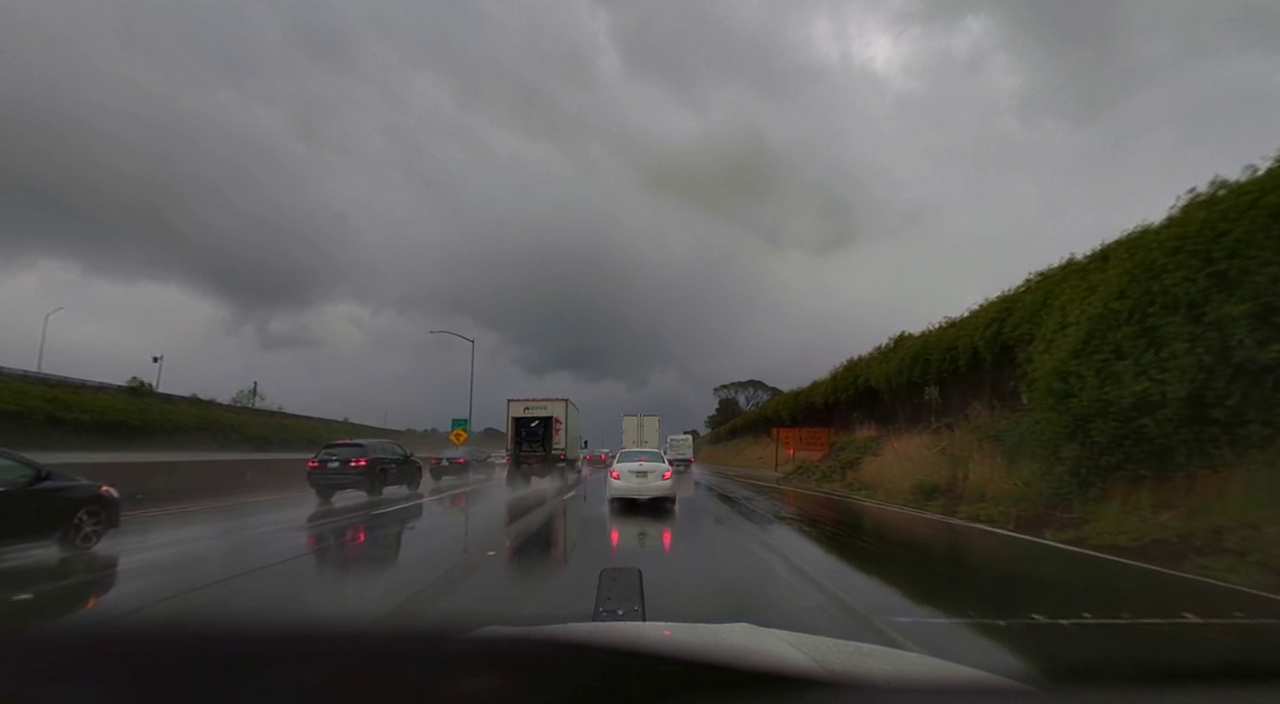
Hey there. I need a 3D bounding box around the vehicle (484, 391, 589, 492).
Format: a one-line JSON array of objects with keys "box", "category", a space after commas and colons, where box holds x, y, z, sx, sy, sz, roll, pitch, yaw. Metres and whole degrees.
[{"box": [-3.747, 3.533, 24.769, 2.812, 3.342, 7.248, 0, -9, 1], "category": "vehicle"}]

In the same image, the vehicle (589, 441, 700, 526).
[{"box": [0.062, 2.628, 13.073, 1.995, 1.495, 3.380, 0, -9, 0], "category": "vehicle"}]

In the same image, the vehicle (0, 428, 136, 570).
[{"box": [-7.869, 1.508, 6.252, 1.879, 1.521, 4.623, -1, -9, 1], "category": "vehicle"}]

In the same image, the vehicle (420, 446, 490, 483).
[{"box": [-8.031, 4.897, 27.733, 1.880, 1.512, 3.758, -1, -9, 1], "category": "vehicle"}]

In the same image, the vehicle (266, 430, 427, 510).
[{"box": [-7.273, 2.968, 16.241, 1.952, 1.746, 4.332, -1, -9, 1], "category": "vehicle"}]
